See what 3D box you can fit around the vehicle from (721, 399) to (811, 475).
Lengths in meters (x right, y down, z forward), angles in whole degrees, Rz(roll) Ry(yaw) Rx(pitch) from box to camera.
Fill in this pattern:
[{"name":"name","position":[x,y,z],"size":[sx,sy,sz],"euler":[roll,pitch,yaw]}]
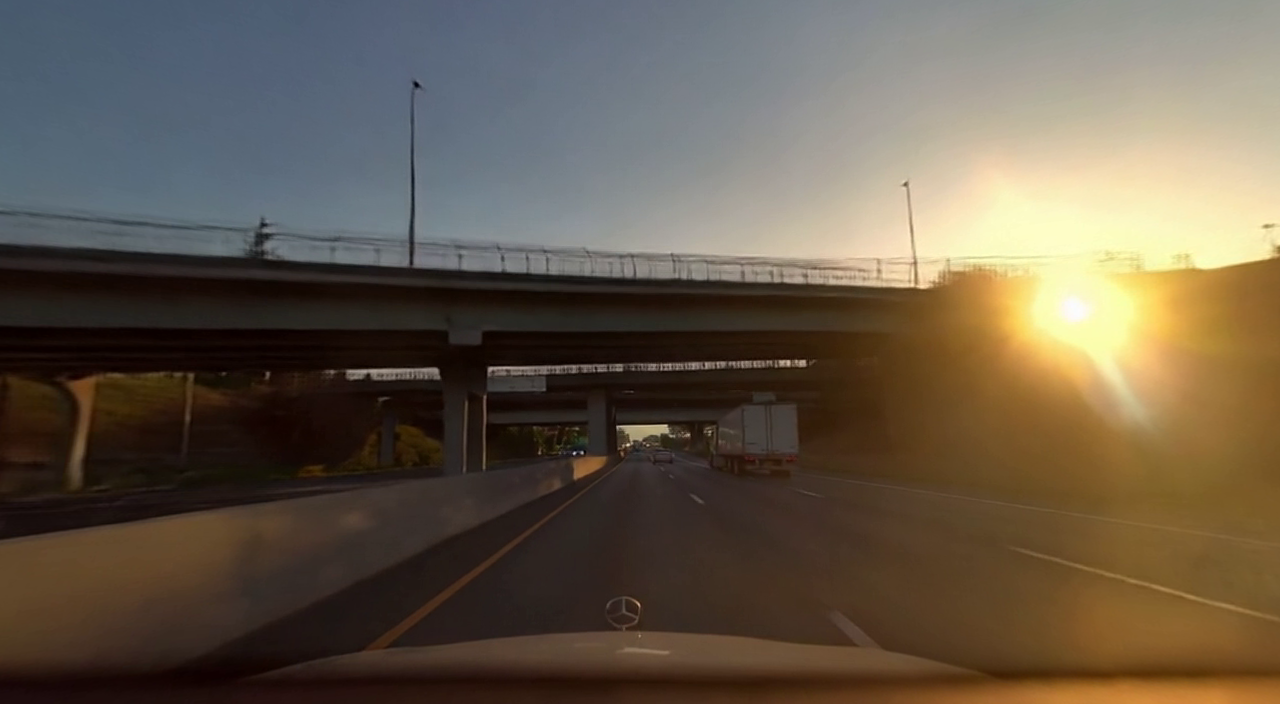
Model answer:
[{"name":"vehicle","position":[7.616,5.622,40.582],"size":[2.907,4.042,13.858],"euler":[0,-9,0]}]

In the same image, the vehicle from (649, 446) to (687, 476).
[{"name":"vehicle","position":[1.550,6.209,35.987],"size":[2.024,1.579,3.707],"euler":[0,-9,0]}]
